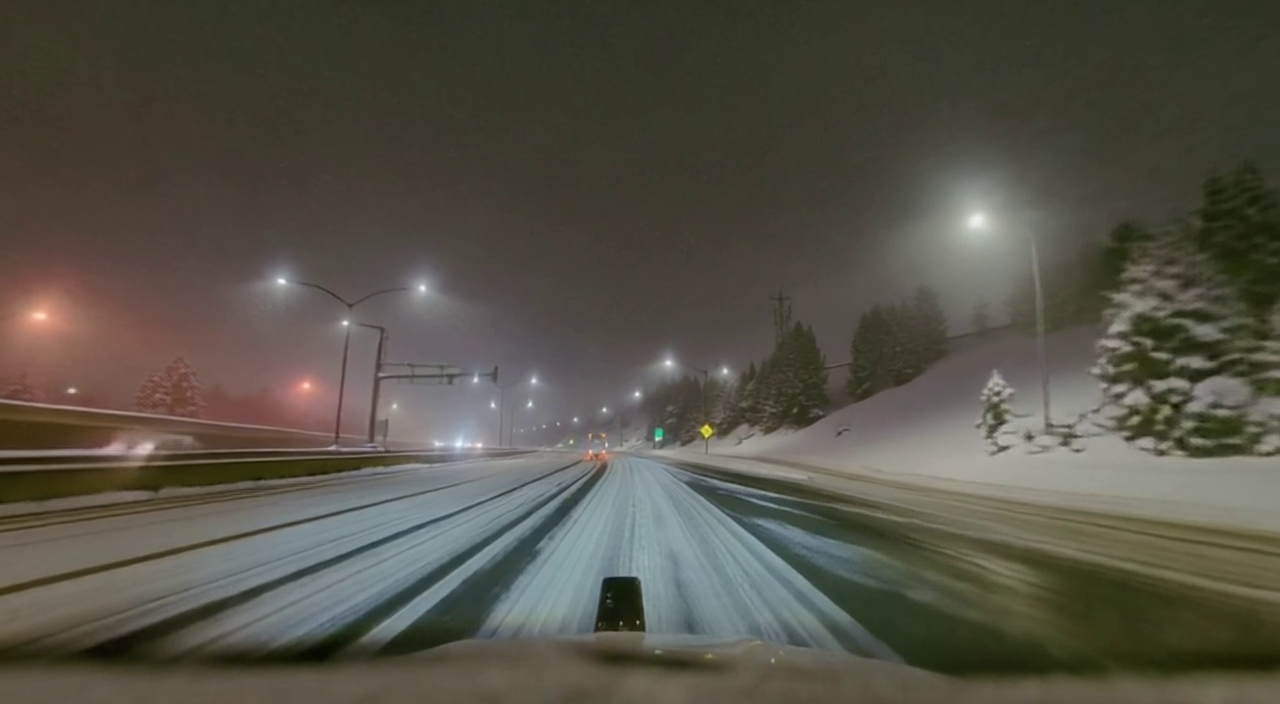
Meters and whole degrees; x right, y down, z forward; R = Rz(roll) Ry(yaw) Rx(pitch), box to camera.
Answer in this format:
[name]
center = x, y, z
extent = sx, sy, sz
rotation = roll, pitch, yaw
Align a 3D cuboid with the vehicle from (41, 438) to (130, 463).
[vehicle]
center = -33.688, 5.992, 38.544
extent = 1.826, 1.434, 4.032
rotation = 0, -8, -2
